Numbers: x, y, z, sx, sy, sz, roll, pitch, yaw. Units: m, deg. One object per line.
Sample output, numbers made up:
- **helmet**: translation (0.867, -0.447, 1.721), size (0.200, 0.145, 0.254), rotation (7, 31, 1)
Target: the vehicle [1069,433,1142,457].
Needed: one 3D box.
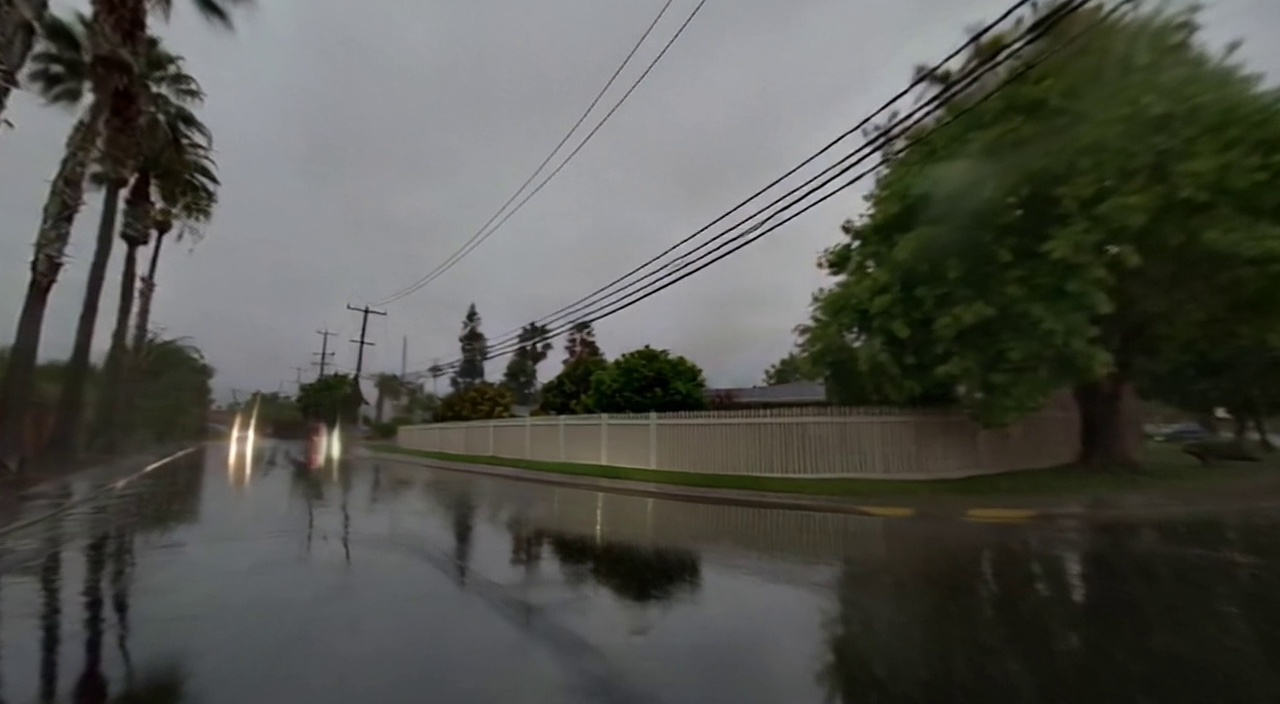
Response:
- **vehicle**: translation (30.547, 6.114, 41.481), size (3.581, 1.474, 1.702), rotation (-7, -11, 42)
